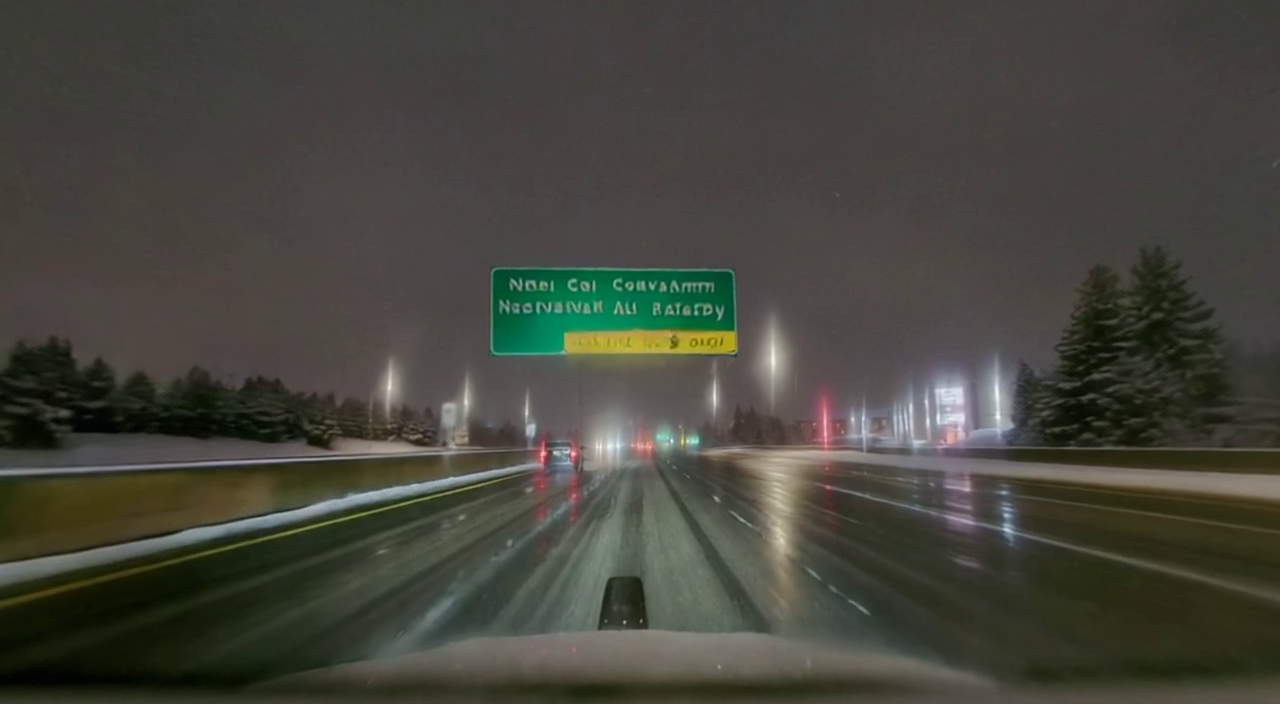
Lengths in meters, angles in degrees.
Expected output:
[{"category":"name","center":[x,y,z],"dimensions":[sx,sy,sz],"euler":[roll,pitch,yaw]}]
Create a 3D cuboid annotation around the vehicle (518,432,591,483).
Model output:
[{"category":"vehicle","center":[-3.054,3.885,23.494],"dimensions":[2.072,1.706,4.359],"euler":[0,-8,1]}]
